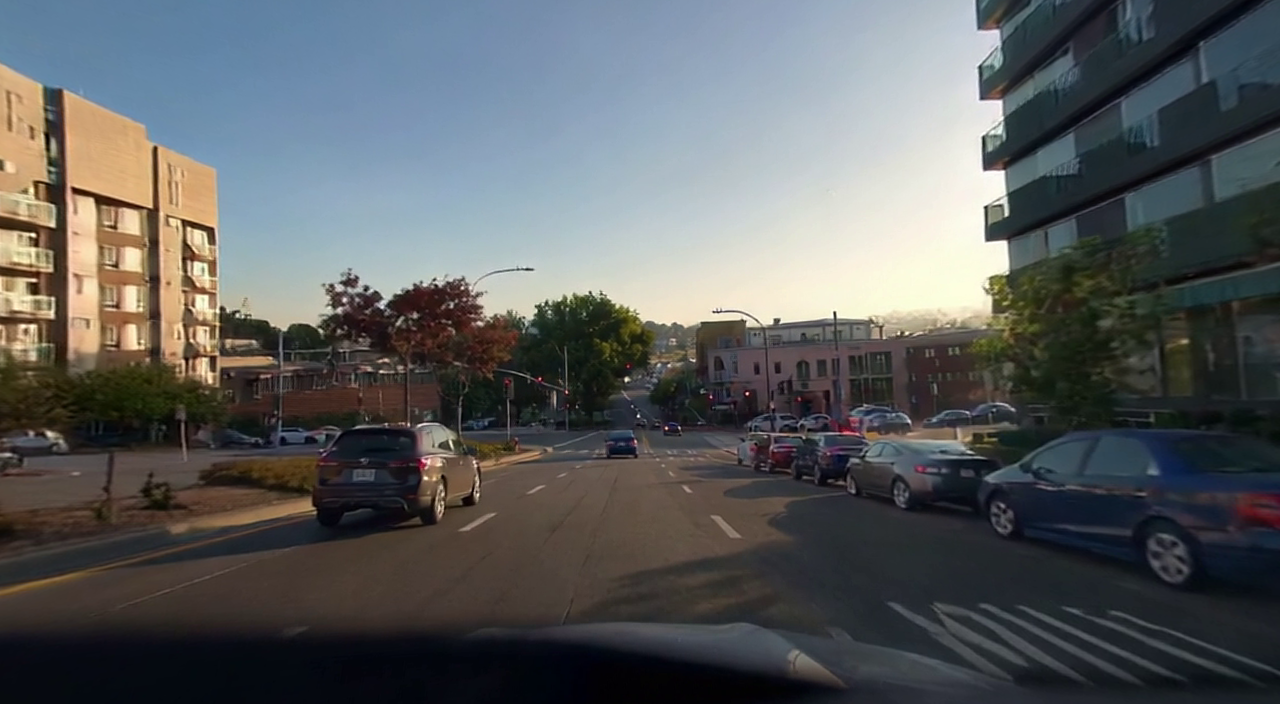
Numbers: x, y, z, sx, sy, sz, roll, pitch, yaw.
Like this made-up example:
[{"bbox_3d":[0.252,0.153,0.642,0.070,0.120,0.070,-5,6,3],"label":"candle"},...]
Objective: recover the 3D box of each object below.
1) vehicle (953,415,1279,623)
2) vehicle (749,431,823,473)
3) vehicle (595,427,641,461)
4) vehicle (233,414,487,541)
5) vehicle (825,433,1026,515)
[{"bbox_3d":[5.932,1.668,7.474,2.019,1.670,4.550,0,-8,-1],"label":"vehicle"},{"bbox_3d":[5.712,3.966,25.293,1.959,1.513,4.104,0,-8,0],"label":"vehicle"},{"bbox_3d":[-0.993,4.415,30.361,2.082,1.520,3.896,0,-8,0],"label":"vehicle"},{"bbox_3d":[-3.942,1.819,9.926,1.934,1.522,4.464,0,-8,0],"label":"vehicle"},{"bbox_3d":[5.967,2.571,14.029,2.089,1.488,4.663,0,-8,-3],"label":"vehicle"}]
